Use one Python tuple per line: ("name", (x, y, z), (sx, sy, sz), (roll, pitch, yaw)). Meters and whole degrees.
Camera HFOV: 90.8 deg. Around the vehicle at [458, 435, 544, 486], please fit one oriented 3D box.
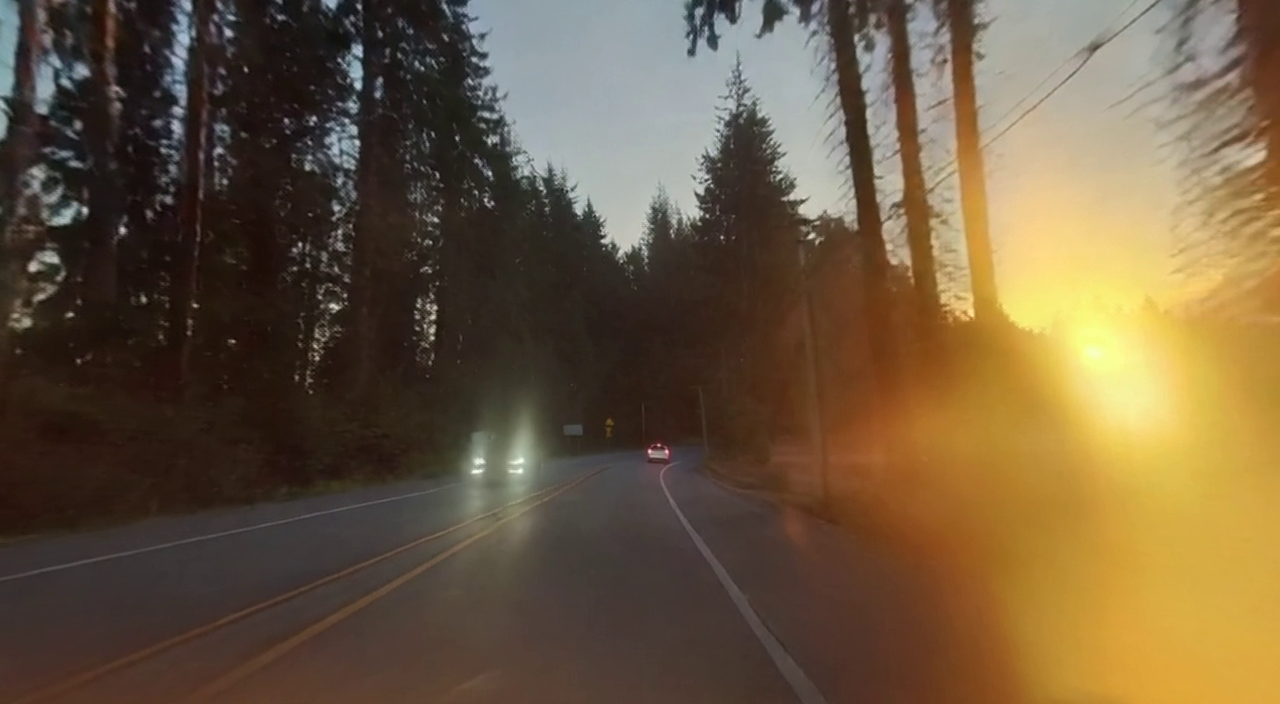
("vehicle", (-5.066, 4.015, 23.669), (2.140, 1.727, 4.202), (0, -9, 2))
